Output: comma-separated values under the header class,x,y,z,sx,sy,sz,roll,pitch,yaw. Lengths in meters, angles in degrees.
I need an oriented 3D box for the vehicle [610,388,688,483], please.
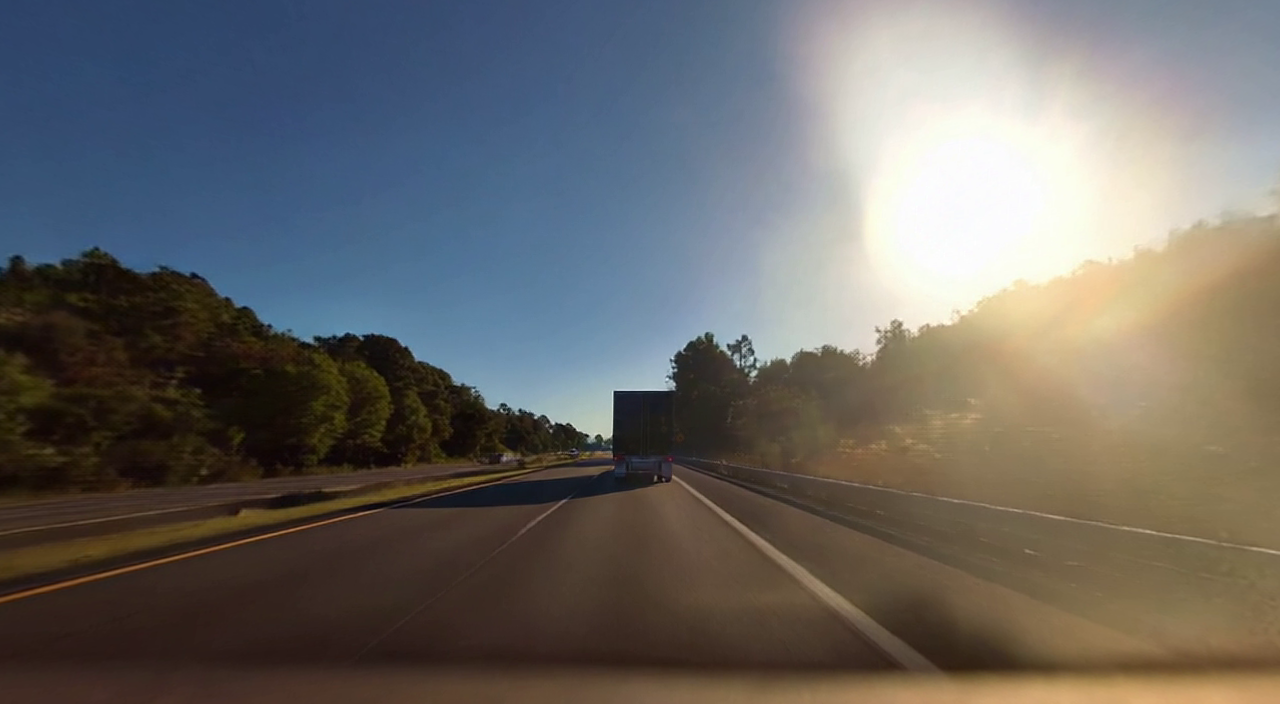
class,x,y,z,sx,sy,sz,roll,pitch,yaw
vehicle,0.205,3.791,27.962,2.913,3.530,8.648,0,-9,-2
